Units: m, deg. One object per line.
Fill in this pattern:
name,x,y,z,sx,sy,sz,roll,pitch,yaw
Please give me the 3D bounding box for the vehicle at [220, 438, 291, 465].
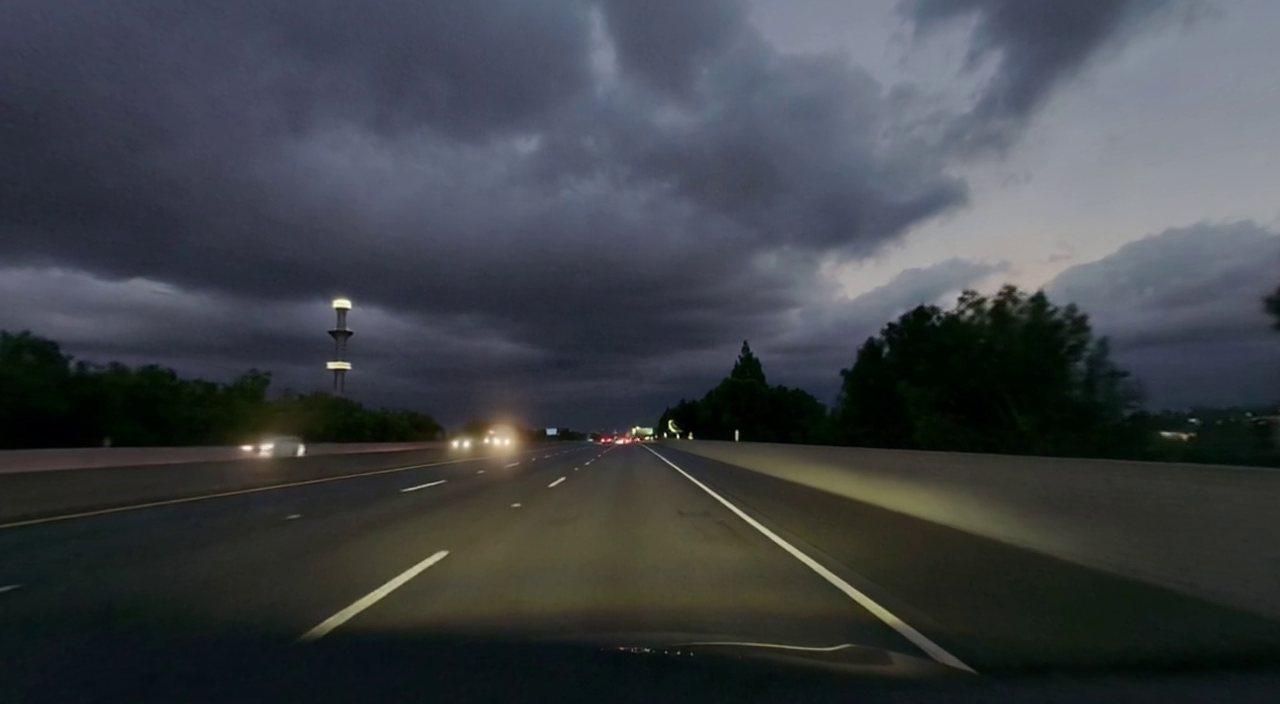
vehicle,-24.771,6.384,40.671,1.877,1.586,4.313,0,-8,-1
